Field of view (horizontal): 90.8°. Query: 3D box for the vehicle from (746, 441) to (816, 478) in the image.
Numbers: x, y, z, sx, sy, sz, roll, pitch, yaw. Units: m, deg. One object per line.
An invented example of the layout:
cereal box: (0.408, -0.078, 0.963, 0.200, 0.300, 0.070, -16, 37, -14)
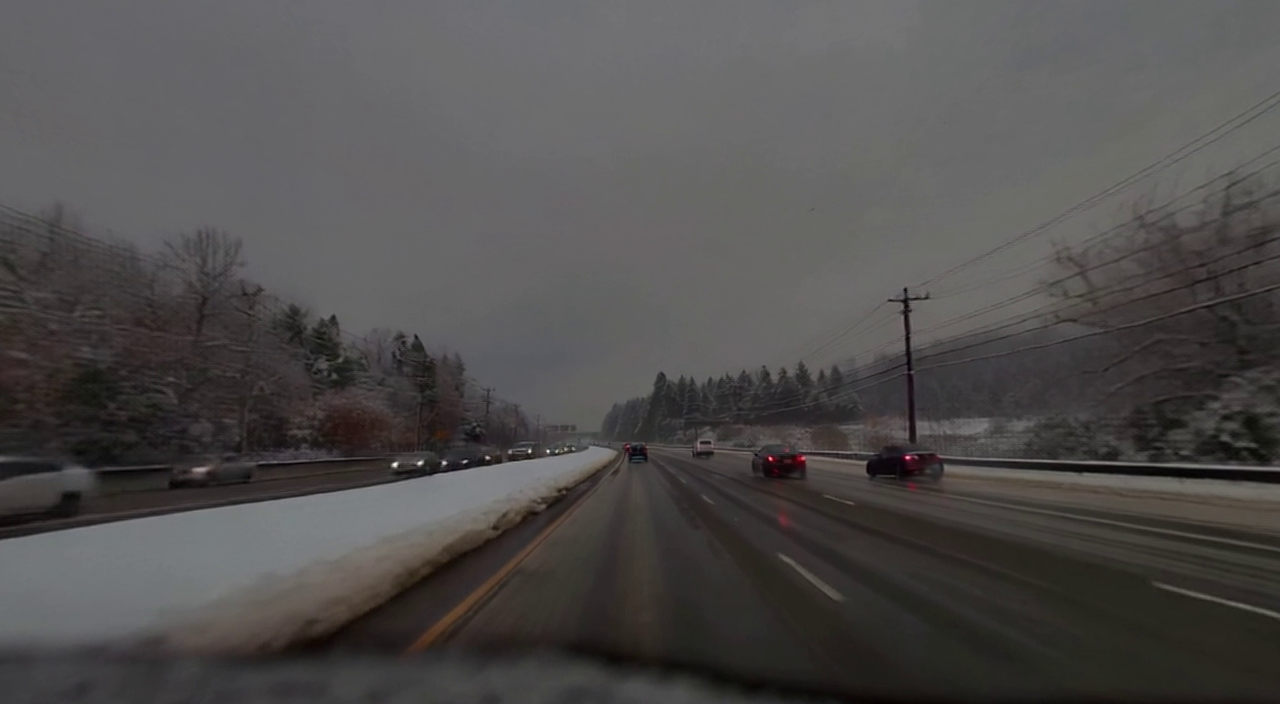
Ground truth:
vehicle: (6.340, 4.892, 29.001, 2.069, 1.520, 4.614, 0, -8, -1)

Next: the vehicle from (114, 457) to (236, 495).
vehicle: (-20.349, 5.400, 27.918, 1.971, 1.447, 4.468, 0, -9, 0)

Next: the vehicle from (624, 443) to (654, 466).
vehicle: (-0.091, 7.087, 43.737, 1.993, 1.506, 3.883, 0, -8, 0)

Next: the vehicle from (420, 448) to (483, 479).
vehicle: (-9.944, 5.885, 33.701, 1.946, 1.495, 4.468, 0, -9, 0)

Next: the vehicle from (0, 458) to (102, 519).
vehicle: (-16.780, 3.491, 16.190, 1.875, 1.460, 4.645, 0, -8, 0)

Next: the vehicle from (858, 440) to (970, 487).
vehicle: (9.732, 3.989, 22.901, 1.969, 1.506, 4.422, 0, -9, -1)
